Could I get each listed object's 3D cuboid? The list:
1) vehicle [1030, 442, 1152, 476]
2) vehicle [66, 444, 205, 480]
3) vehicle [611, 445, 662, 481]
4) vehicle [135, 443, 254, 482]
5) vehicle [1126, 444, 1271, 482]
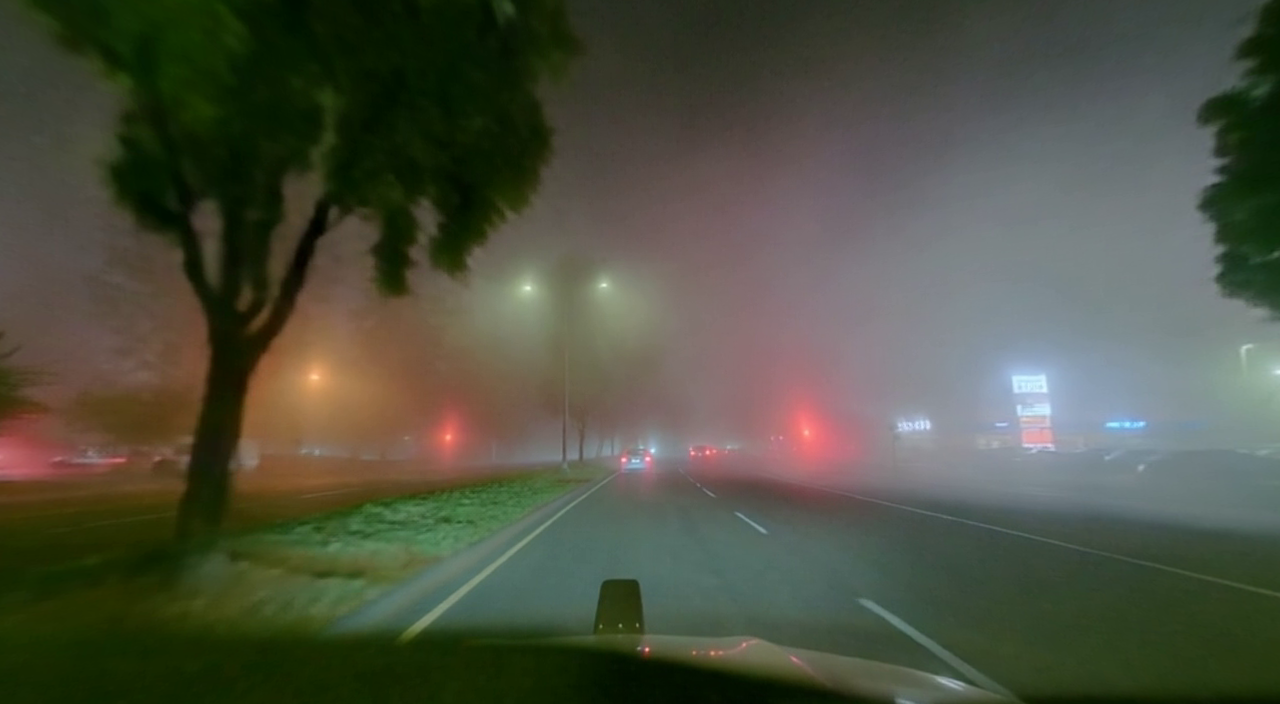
[{"bbox_3d":[21.170,5.005,29.783,4.197,1.505,1.915,0,-8,1],"label":"vehicle"},{"bbox_3d":[-31.678,6.889,40.003,2.154,2.021,6.409,-5,-10,28],"label":"vehicle"},{"bbox_3d":[-0.077,4.893,28.070,2.095,1.456,3.873,-1,-9,2],"label":"vehicle"},{"bbox_3d":[-24.375,6.017,34.717,5.104,1.947,2.106,6,-11,-36],"label":"vehicle"},{"bbox_3d":[21.285,4.248,24.202,3.811,1.355,1.823,0,-9,-1],"label":"vehicle"}]
